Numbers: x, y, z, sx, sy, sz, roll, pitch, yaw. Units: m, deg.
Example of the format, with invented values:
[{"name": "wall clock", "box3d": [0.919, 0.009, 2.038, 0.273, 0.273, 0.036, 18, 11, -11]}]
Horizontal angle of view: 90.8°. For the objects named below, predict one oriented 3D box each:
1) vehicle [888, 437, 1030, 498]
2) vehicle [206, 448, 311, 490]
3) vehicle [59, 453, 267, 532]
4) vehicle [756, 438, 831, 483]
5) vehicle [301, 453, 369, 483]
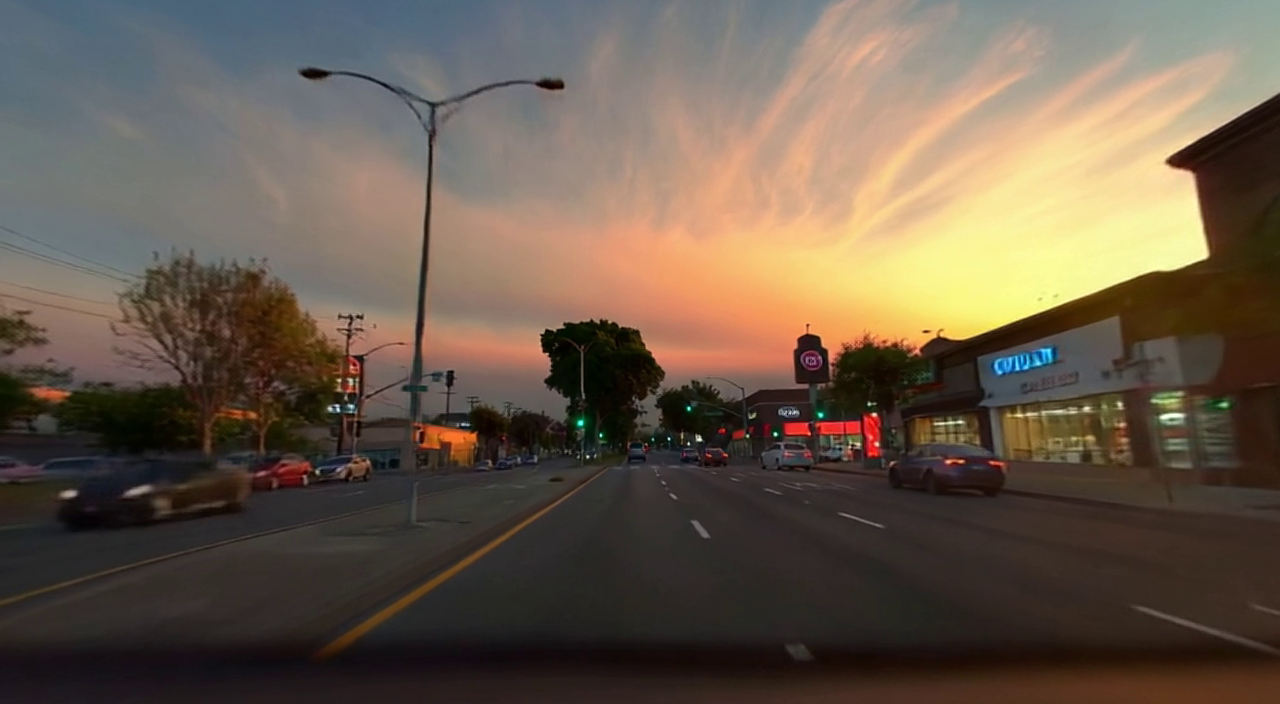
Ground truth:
[{"name": "vehicle", "box3d": [9.842, 3.574, 19.990, 2.019, 1.694, 4.491, 0, -8, -2]}, {"name": "vehicle", "box3d": [-17.991, 5.569, 30.111, 1.944, 1.794, 4.849, 0, -10, 0]}, {"name": "vehicle", "box3d": [-10.949, 3.228, 14.948, 1.792, 1.584, 3.937, 0, -10, 0]}, {"name": "vehicle", "box3d": [6.258, 4.462, 26.309, 1.974, 1.679, 4.611, 0, -8, 1]}, {"name": "vehicle", "box3d": [-18.185, 6.913, 37.935, 1.882, 1.645, 4.511, 0, -8, -1]}]
